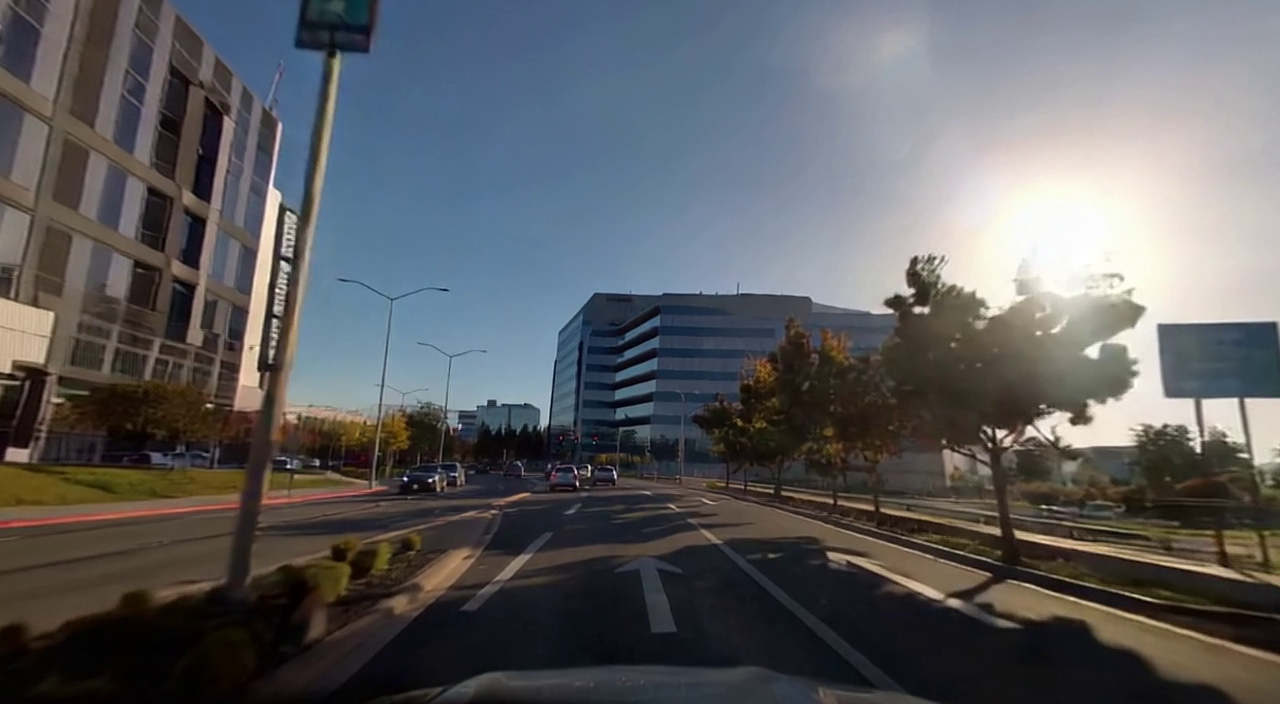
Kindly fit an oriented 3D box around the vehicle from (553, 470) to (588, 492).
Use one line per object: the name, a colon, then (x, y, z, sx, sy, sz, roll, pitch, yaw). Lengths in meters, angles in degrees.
vehicle: (-4.034, 7.393, 36.116, 1.775, 1.186, 2.933, 2, -11, -9)
